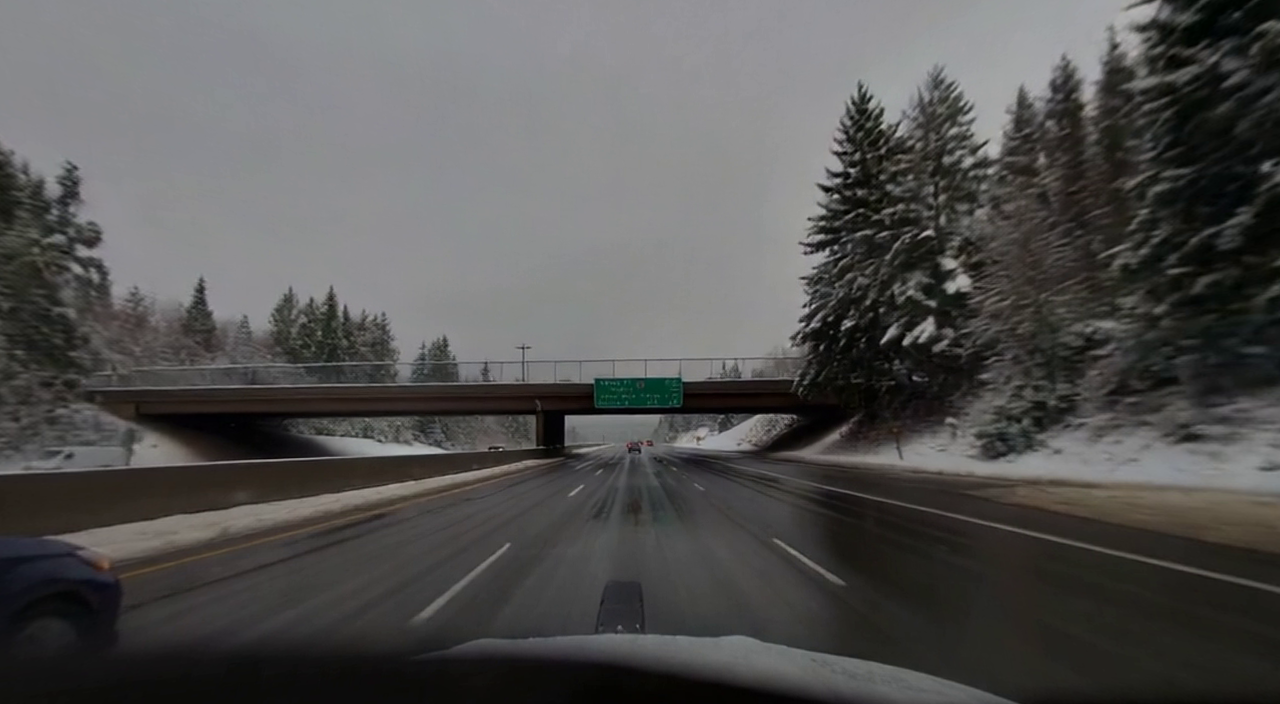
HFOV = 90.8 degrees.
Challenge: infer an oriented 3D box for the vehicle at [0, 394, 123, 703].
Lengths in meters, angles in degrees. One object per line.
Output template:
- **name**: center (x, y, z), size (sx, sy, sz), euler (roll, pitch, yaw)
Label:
- **vehicle**: center (-3.653, 0.719, 1.003), size (2.050, 1.547, 4.266), euler (0, -9, 0)
